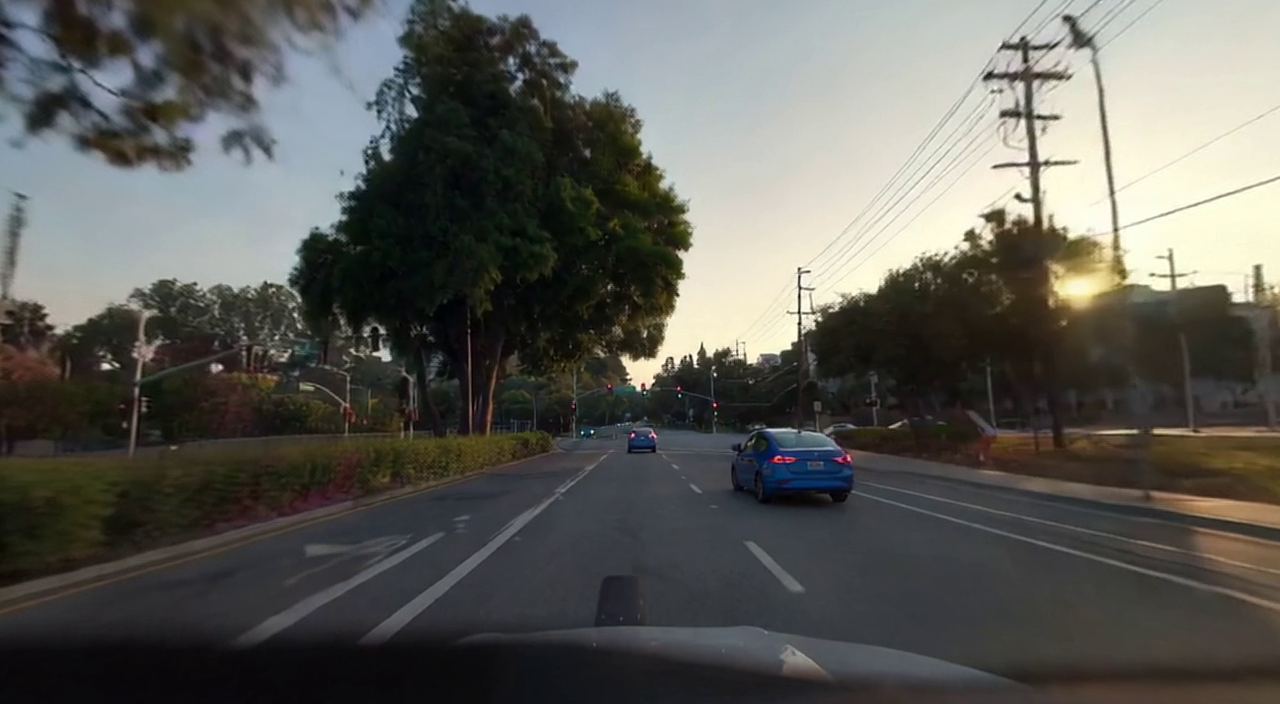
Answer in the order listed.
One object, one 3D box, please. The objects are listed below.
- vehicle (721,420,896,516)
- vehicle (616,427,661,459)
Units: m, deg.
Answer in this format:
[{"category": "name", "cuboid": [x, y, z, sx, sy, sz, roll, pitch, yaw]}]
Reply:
[{"category": "vehicle", "cuboid": [2.849, 2.088, 11.823, 2.004, 1.448, 4.263, 0, -8, -1]}, {"category": "vehicle", "cuboid": [-0.072, 4.540, 31.542, 2.110, 1.466, 3.860, 0, -8, 0]}]
